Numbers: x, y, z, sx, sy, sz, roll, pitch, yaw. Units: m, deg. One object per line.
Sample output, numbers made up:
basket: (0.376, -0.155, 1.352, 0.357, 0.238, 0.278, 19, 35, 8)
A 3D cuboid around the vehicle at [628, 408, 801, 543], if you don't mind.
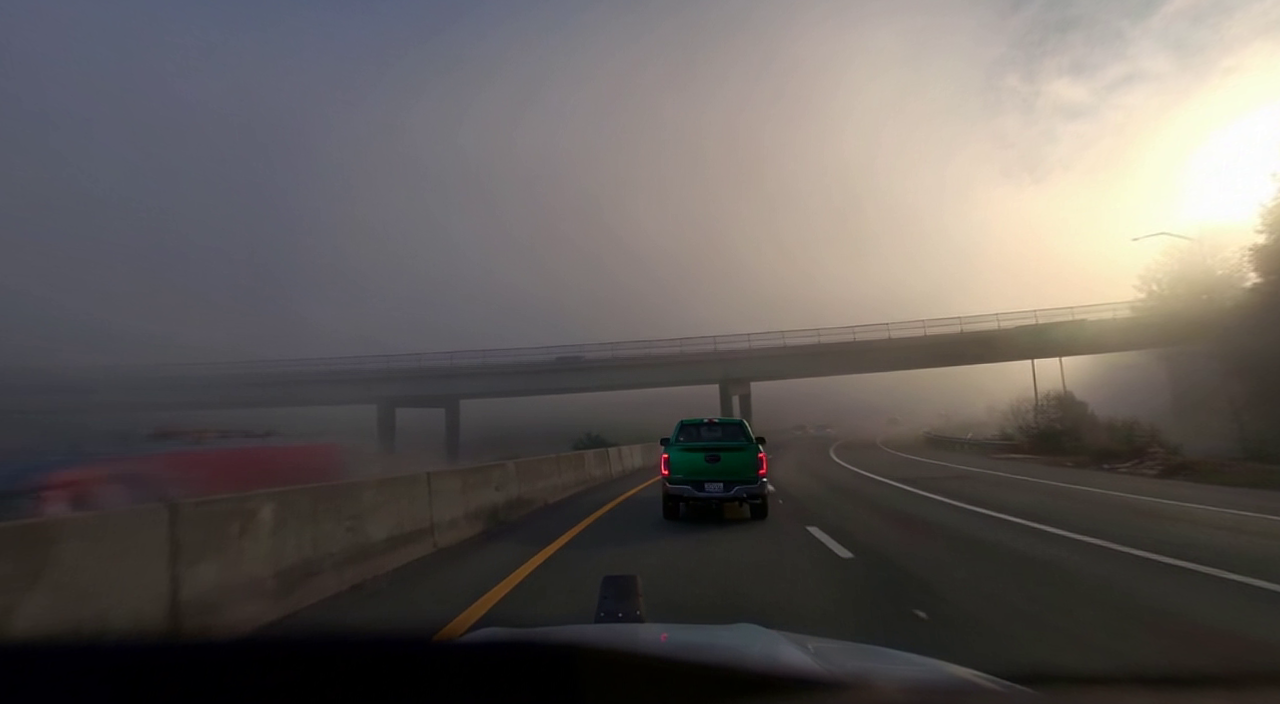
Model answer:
vehicle: (1.195, 1.931, 10.467, 2.235, 1.716, 4.435, -1, -9, 6)
